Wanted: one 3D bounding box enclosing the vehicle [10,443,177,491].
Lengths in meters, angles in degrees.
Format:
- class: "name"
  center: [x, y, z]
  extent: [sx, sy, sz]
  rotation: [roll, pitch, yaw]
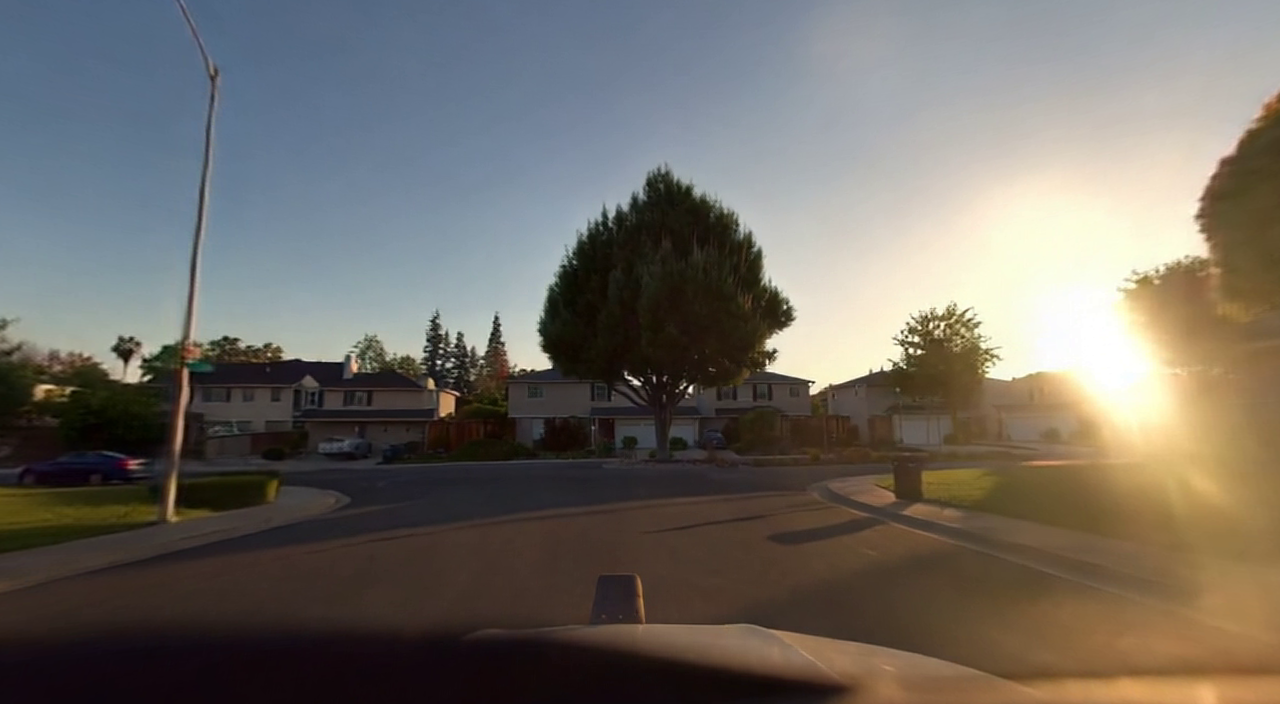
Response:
- class: "vehicle"
  center: [-21.566, 4.527, 25.104]
  extent: [4.594, 1.778, 2.055]
  rotation: [1, -8, -2]
